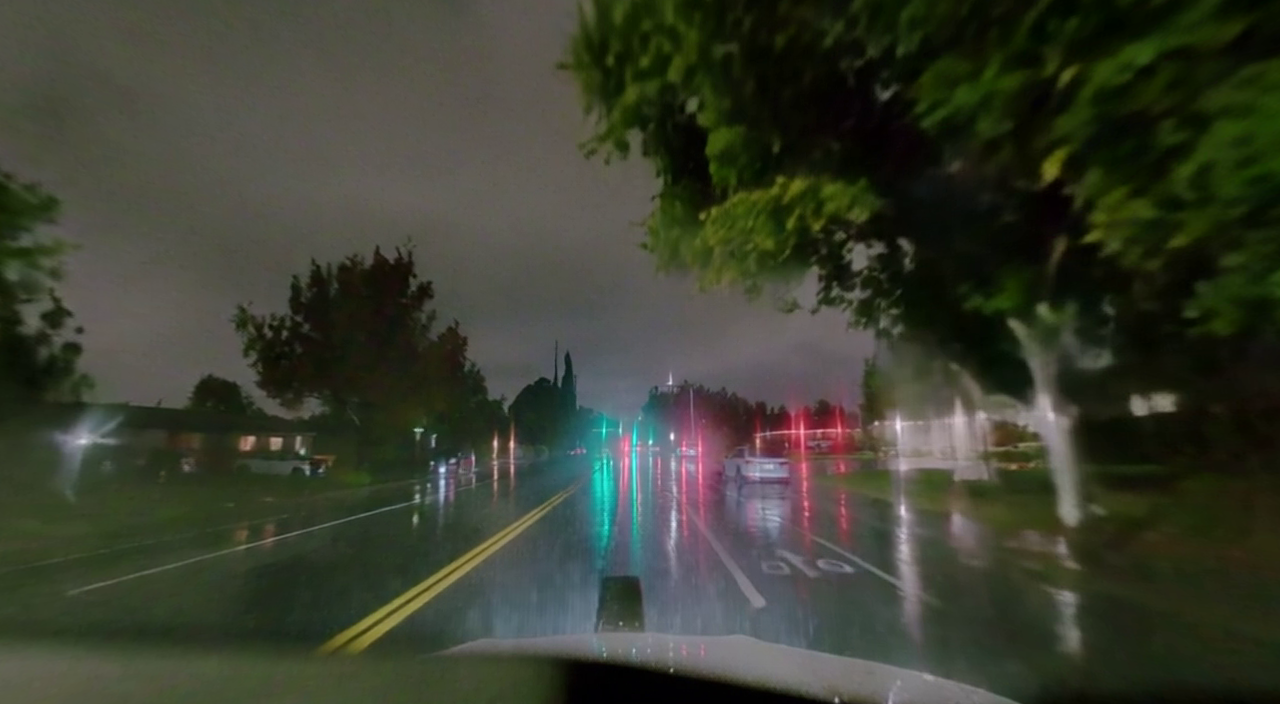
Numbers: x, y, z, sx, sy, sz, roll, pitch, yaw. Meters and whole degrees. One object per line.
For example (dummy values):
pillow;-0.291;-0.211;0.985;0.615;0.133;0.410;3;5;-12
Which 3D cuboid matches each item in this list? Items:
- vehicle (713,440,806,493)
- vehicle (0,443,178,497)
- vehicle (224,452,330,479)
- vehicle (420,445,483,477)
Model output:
vehicle;3.718;3.647;20.559;2.014;1.498;4.484;0;-8;-2
vehicle;-19.974;4.257;23.028;4.496;1.823;2.046;1;-8;-6
vehicle;-18.809;5.889;32.869;4.326;1.355;1.812;1;-8;-4
vehicle;-11.517;6.659;39.042;2.086;1.711;5.661;-4;-8;0
